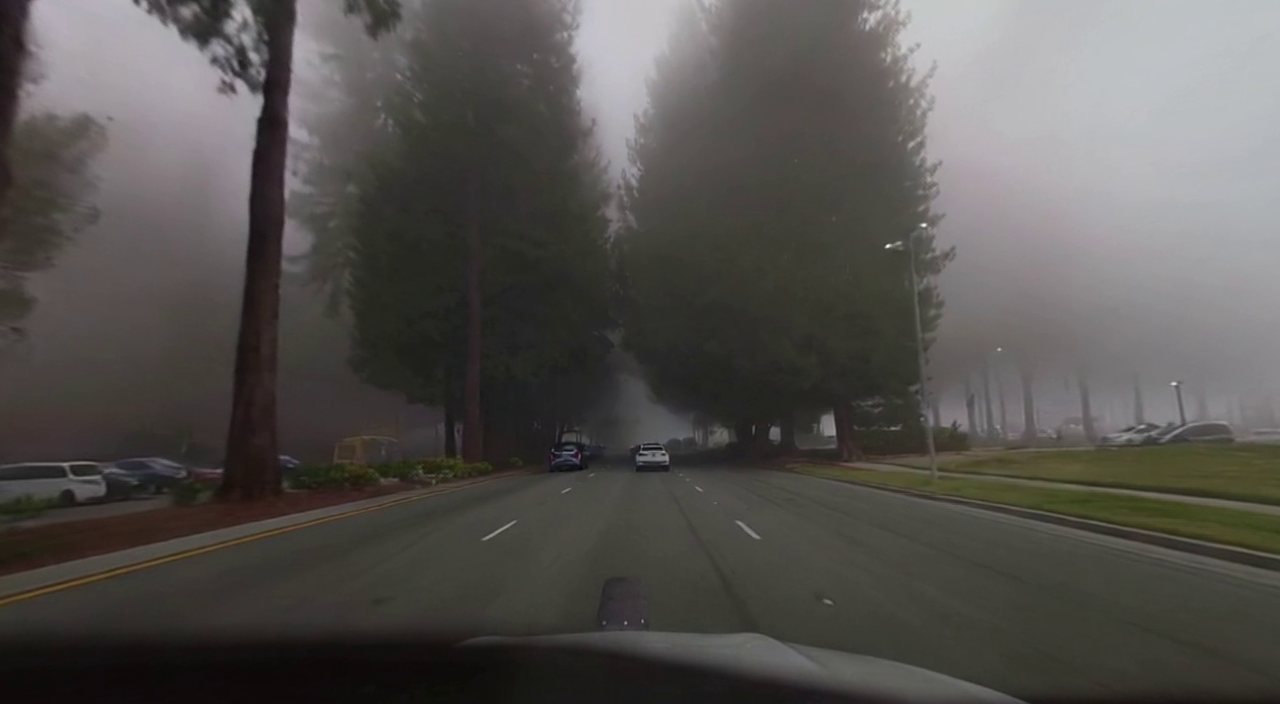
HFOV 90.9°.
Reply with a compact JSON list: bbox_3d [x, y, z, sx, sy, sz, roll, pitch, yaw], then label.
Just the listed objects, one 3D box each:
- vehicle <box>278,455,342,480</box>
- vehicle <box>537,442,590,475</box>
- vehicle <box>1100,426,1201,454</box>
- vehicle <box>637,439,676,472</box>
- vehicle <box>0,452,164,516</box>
[{"bbox_3d":[-22.408,7.826,42.969,1.849,1.568,4.397,0,-8,2],"label":"vehicle"},{"bbox_3d":[-3.627,5.108,30.521,1.908,1.481,4.536,0,-8,1],"label":"vehicle"},{"bbox_3d":[32.933,5.702,40.725,4.458,1.761,2.424,1,-8,-4],"label":"vehicle"},{"bbox_3d":[0.802,5.397,33.036,1.922,1.579,3.642,0,-8,-1],"label":"vehicle"},{"bbox_3d":[-18.613,4.143,20.454,2.021,1.732,5.410,0,-8,1],"label":"vehicle"}]
